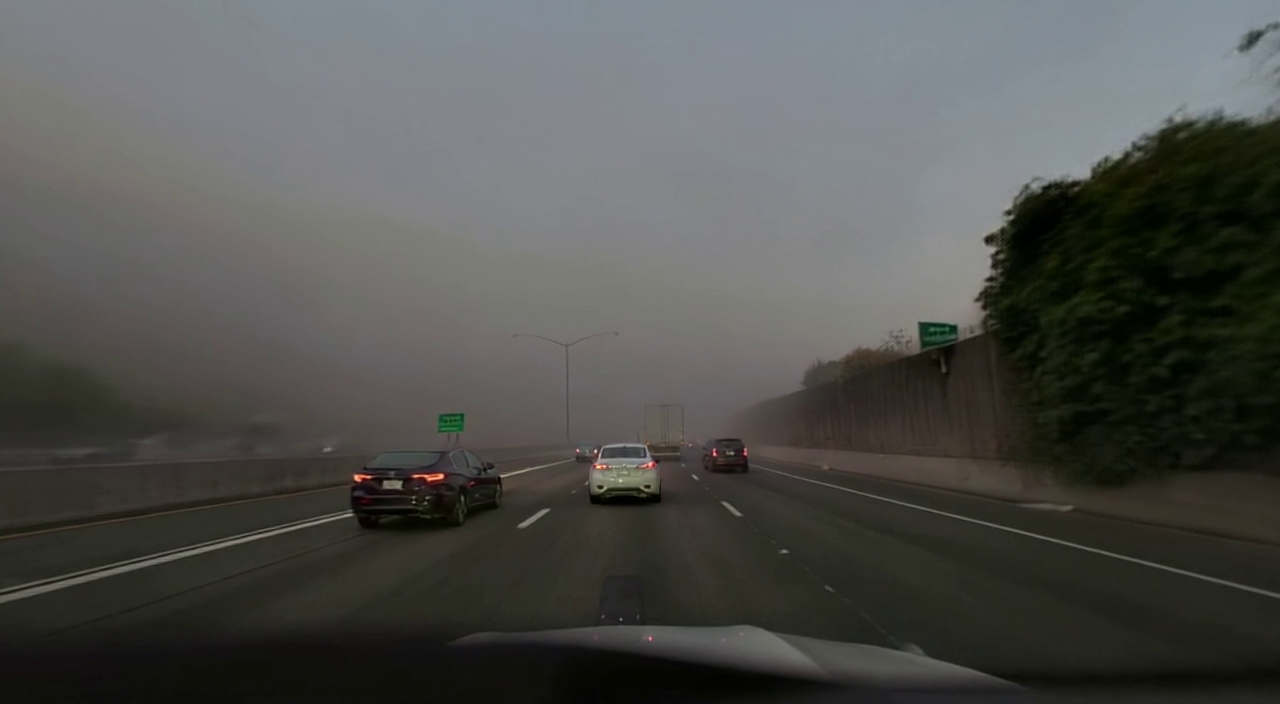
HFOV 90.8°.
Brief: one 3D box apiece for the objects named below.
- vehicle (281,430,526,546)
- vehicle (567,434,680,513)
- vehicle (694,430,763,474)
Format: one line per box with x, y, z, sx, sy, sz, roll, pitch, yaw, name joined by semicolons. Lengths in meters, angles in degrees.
-3.527;2.151;10.753;2.130;1.474;5.027;-1;-9;1;vehicle
-0.287;2.598;13.966;2.136;1.470;3.971;0;-9;1;vehicle
3.595;4.211;26.651;2.166;1.666;4.618;0;-9;-1;vehicle
